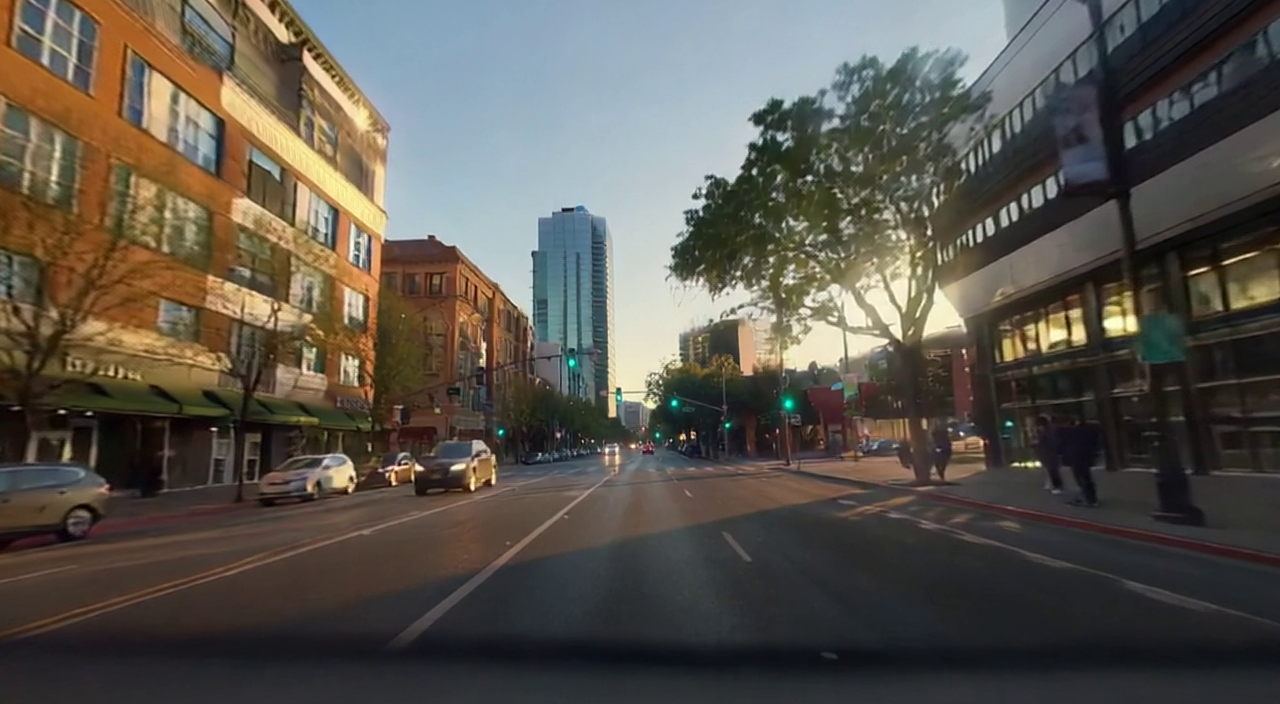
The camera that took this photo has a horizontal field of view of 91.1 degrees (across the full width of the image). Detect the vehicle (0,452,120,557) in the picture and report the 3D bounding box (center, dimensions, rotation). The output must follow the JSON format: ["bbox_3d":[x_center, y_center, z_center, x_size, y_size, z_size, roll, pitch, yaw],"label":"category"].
[{"bbox_3d":[-12.341,2.719,11.123,2.075,1.809,4.804,0,-8,0],"label":"vehicle"}]

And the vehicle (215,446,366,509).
[{"bbox_3d":[-12.211,4.363,22.551,2.126,1.963,5.547,0,-8,1],"label":"vehicle"}]

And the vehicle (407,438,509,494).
[{"bbox_3d":[-6.044,3.816,21.461,2.128,1.704,4.343,0,-8,1],"label":"vehicle"}]
